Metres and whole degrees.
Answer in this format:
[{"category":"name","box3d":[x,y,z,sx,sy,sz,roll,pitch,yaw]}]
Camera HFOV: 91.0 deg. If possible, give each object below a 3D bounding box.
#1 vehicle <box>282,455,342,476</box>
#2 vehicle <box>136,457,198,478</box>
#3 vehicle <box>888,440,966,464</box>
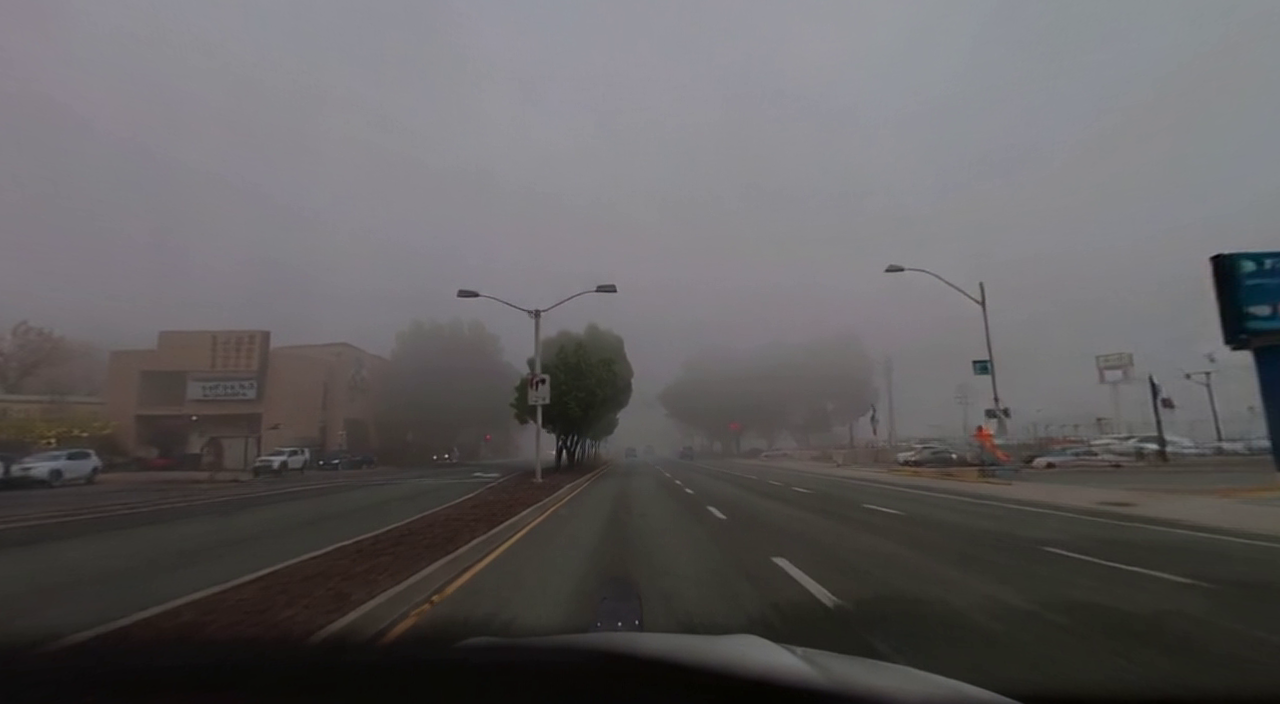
[{"category":"vehicle","box3d":[-25.750,8.907,49.633,1.970,1.446,4.674,-3,-10,4]},{"category":"vehicle","box3d":[-37.383,9.123,49.851,1.870,1.477,3.984,0,-8,-2]},{"category":"vehicle","box3d":[20.181,7.070,44.389,4.472,1.521,2.090,-1,-10,-3]}]
